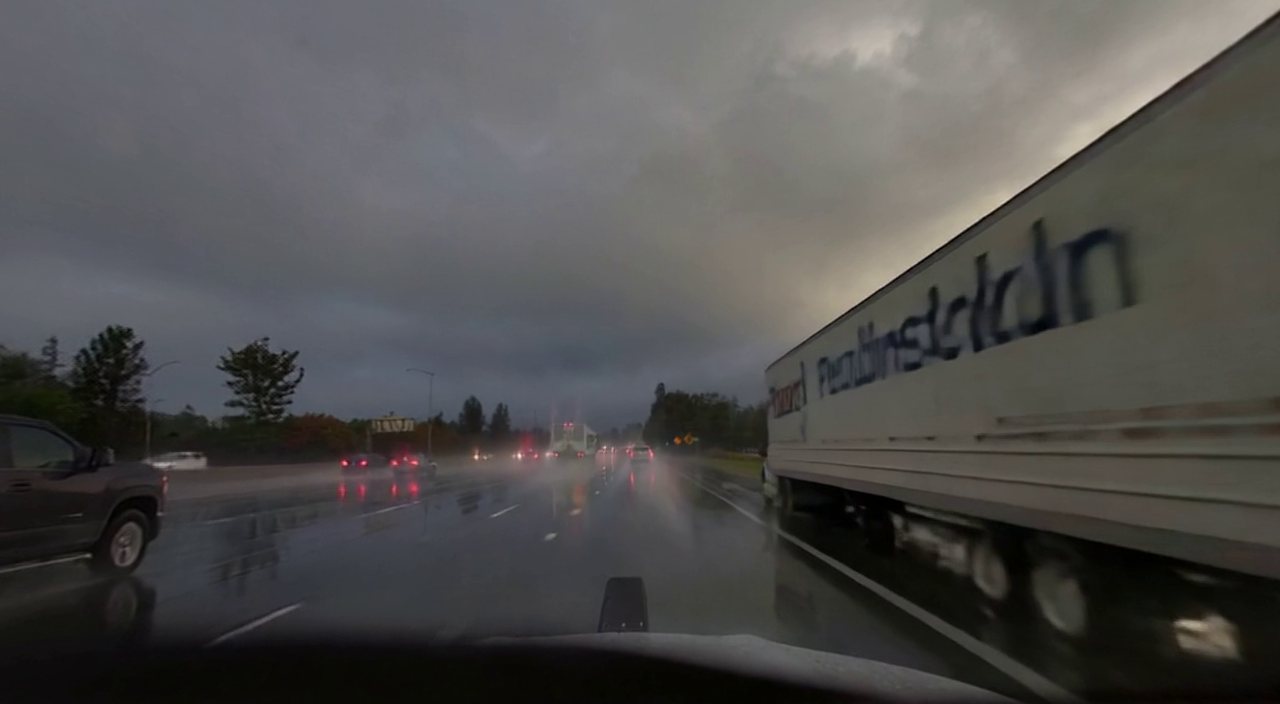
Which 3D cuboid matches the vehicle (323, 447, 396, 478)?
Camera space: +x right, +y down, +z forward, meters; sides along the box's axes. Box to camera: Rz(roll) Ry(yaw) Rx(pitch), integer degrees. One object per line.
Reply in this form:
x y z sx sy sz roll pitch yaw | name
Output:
-15.594 6.149 35.339 1.885 1.591 4.599 0 -8 2 | vehicle

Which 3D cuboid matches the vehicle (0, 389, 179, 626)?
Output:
-6.016 1.106 4.262 2.200 1.793 4.586 0 -8 2 | vehicle

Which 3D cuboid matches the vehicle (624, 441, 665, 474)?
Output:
0.258 6.133 36.979 2.227 1.794 4.646 0 -8 1 | vehicle

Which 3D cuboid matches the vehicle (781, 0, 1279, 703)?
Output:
4.661 0.771 7.901 2.801 3.732 11.836 -4 -9 -1 | vehicle

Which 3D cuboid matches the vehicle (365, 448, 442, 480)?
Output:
-11.967 5.679 32.291 1.928 1.480 4.823 0 -8 2 | vehicle
